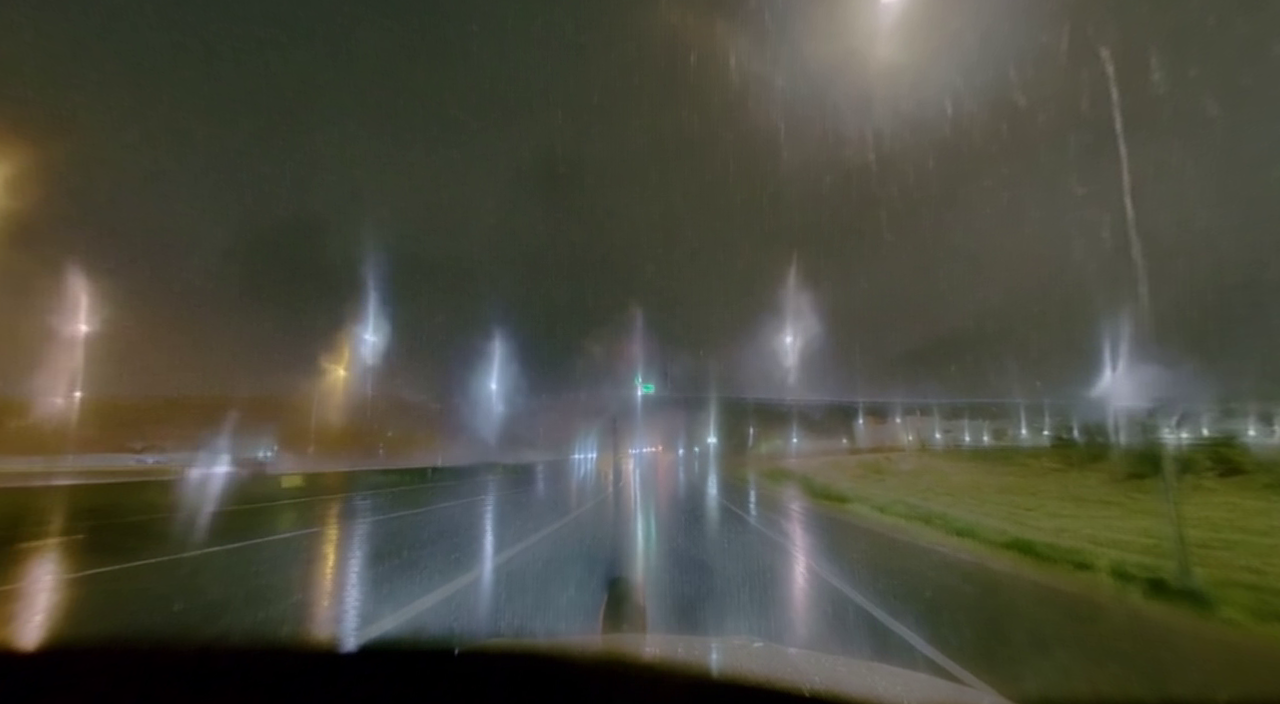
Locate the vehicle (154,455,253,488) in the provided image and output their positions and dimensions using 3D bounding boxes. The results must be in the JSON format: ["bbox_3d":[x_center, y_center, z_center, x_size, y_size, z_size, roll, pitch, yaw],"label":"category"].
[{"bbox_3d":[-20.823,5.693,30.295,1.937,1.405,3.675,-1,-9,4],"label":"vehicle"}]
